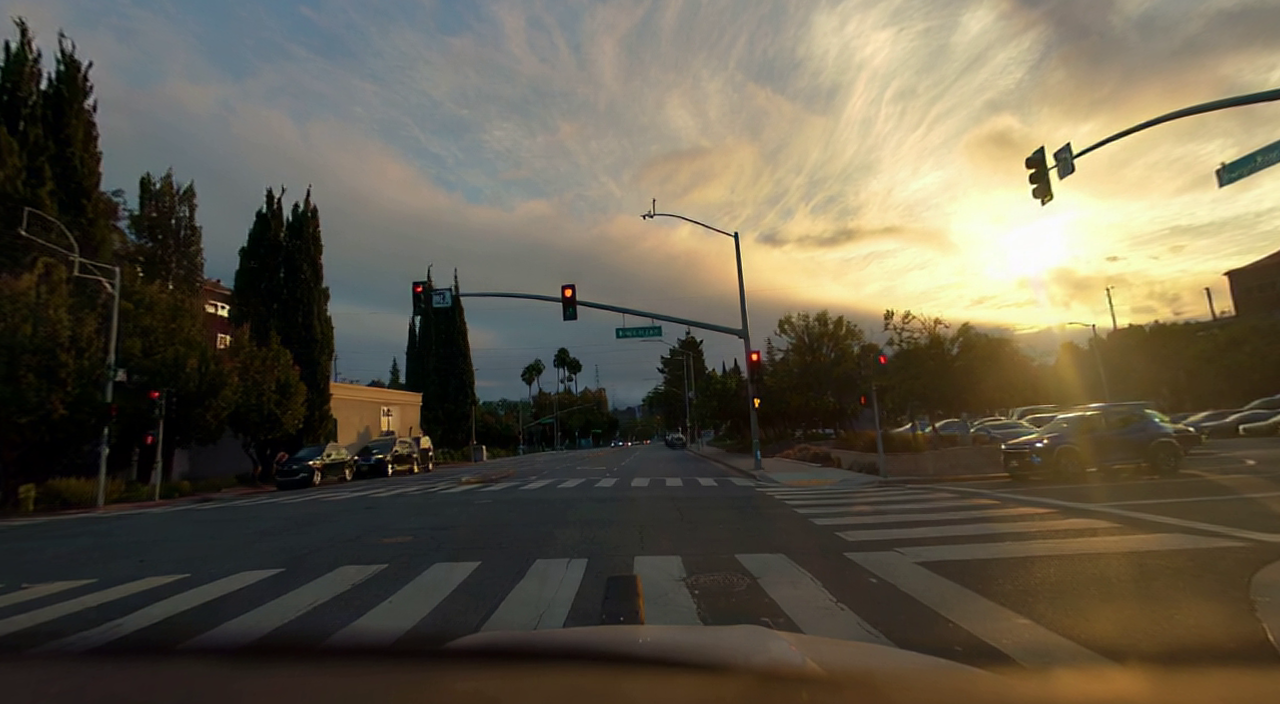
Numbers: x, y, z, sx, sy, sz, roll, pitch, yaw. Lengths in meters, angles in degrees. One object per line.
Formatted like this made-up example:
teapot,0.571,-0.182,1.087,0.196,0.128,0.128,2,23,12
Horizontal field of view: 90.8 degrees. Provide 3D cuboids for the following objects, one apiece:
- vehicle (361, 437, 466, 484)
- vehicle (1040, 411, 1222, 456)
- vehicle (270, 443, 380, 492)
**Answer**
vehicle,-10.150,4.926,28.983,2.664,1.940,5.702,0,-9,0
vehicle,16.950,2.902,22.110,4.560,1.453,1.851,-3,-9,18
vehicle,-13.778,5.066,28.061,2.306,1.957,4.968,0,-9,-1
